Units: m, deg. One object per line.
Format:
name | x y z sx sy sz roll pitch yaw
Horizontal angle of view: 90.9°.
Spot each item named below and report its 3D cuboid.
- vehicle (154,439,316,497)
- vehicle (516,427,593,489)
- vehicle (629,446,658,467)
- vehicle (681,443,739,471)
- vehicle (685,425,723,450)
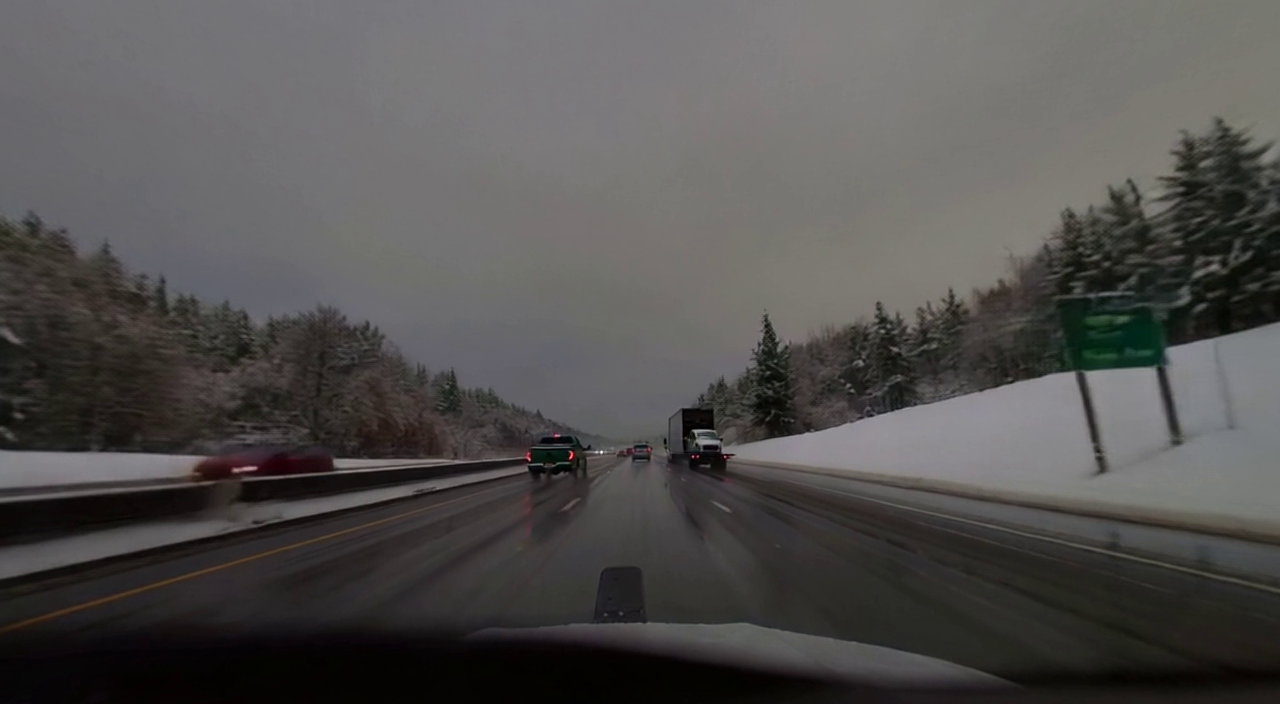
vehicle | -11.229 3.221 17.877 1.939 1.460 4.031 0 -9 -1
vehicle | -3.027 3.899 23.270 2.142 2.044 4.446 0 -9 1
vehicle | 0.276 7.886 47.753 2.086 1.497 3.681 0 -9 0
vehicle | 4.254 6.633 40.074 2.654 1.574 9.537 0 -9 0
vehicle | 4.129 5.678 41.354 1.968 1.547 4.215 0 -9 -2
